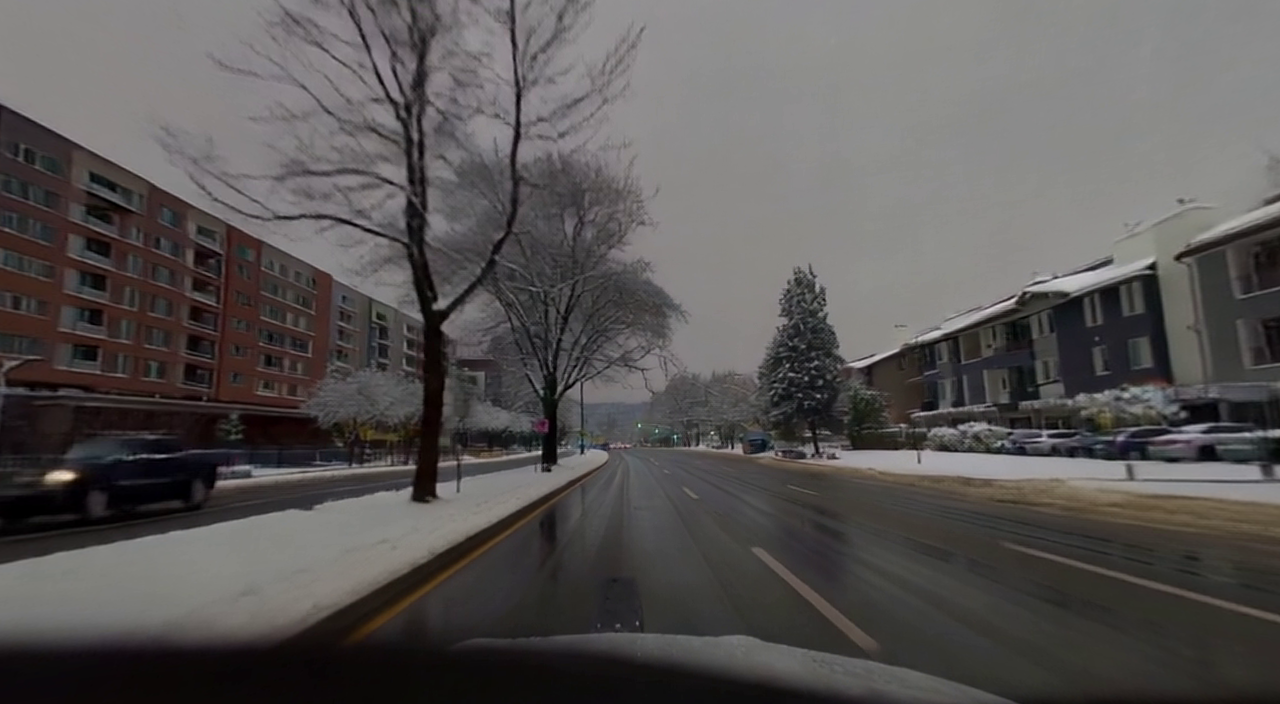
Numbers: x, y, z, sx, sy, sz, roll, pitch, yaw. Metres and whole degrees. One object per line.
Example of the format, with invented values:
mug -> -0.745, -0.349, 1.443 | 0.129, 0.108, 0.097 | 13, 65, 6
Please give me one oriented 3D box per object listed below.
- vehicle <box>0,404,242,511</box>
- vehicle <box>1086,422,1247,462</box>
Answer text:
vehicle -> -15.845, 3.230, 19.724 | 2.725, 2.768, 6.120 | -1, -9, 0
vehicle -> 21.987, 3.806, 26.589 | 4.739, 1.569, 2.097 | -1, -9, 4
